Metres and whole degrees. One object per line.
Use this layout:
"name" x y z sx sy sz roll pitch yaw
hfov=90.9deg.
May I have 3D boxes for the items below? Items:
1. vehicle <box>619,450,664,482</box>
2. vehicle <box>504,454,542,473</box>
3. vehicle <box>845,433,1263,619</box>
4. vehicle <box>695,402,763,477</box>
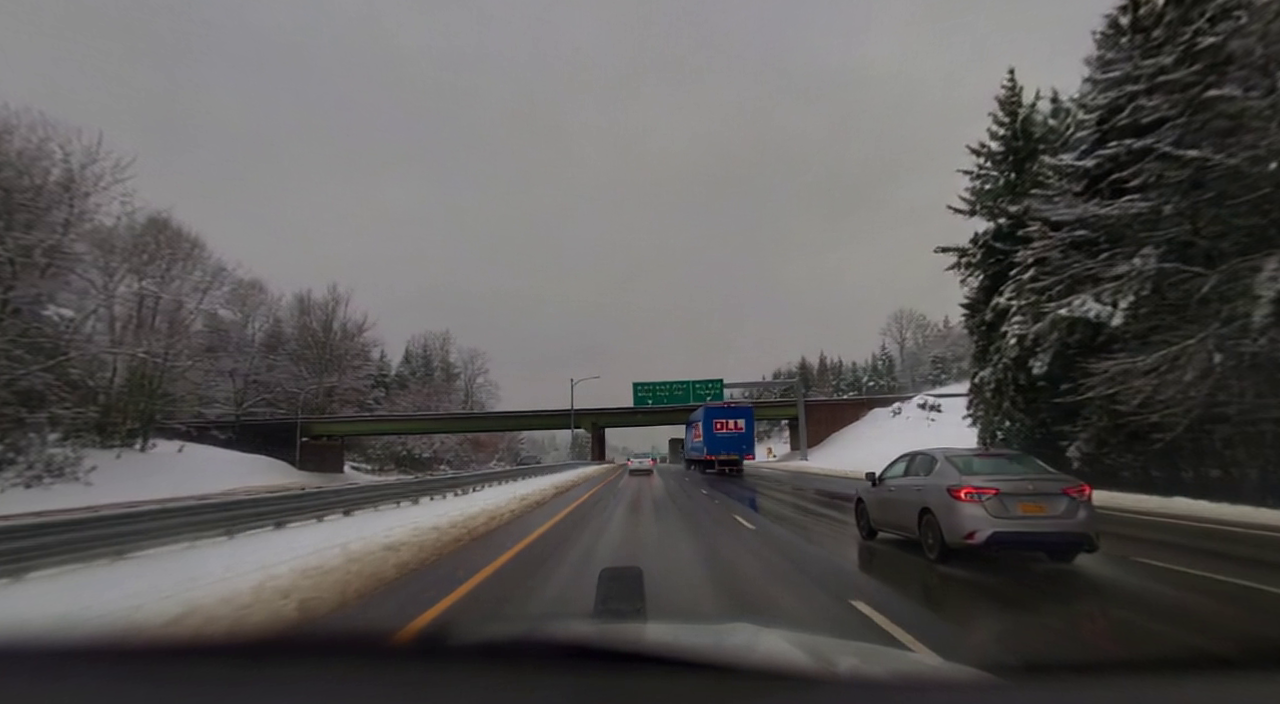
"vehicle" 0.064 5.494 30.708 2.055 1.445 3.661 0 -9 0
"vehicle" -9.187 8.751 49.689 1.937 1.415 4.356 -1 -9 4
"vehicle" 3.986 1.709 7.156 1.894 1.452 4.164 0 -9 0
"vehicle" 5.069 5.271 37.693 2.838 3.985 8.010 0 -9 0
